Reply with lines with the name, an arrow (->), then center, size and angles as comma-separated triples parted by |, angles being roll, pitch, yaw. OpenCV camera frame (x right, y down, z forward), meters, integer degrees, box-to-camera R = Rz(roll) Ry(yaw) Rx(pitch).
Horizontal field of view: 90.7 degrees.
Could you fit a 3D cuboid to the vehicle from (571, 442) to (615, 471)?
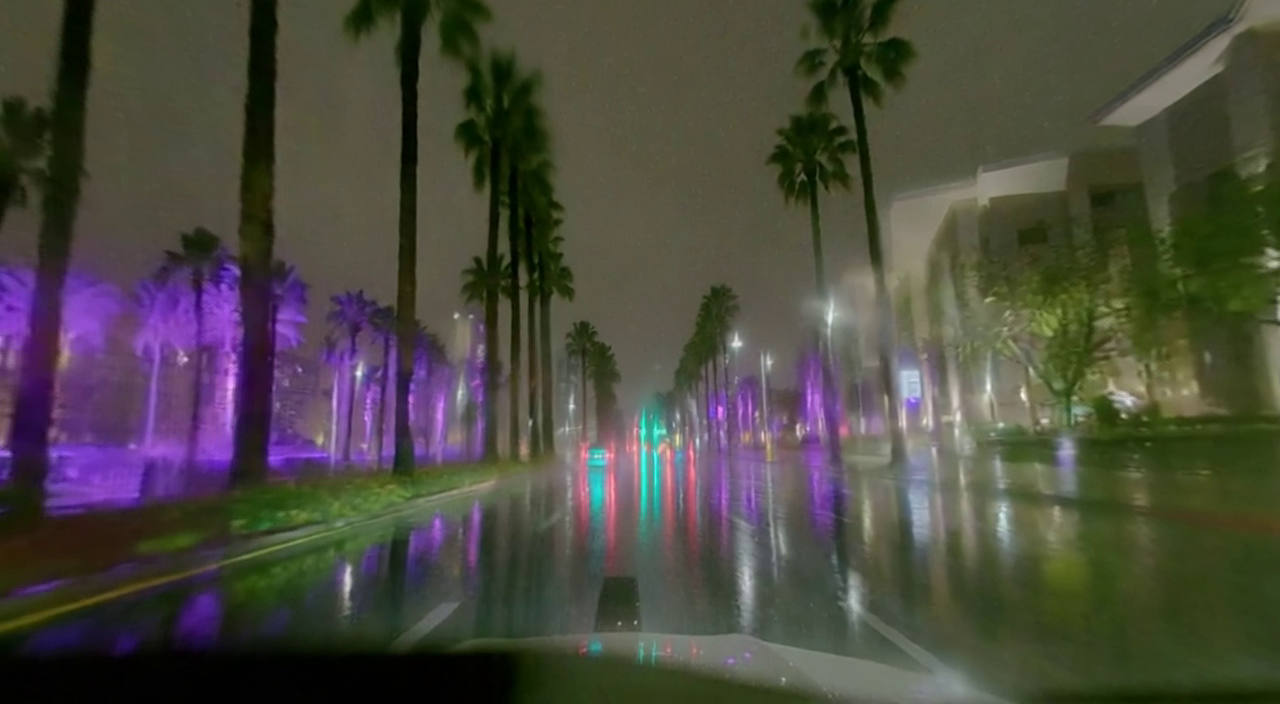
vehicle -> -2.796, 6.375, 38.725 | 2.160, 1.615, 4.117 | -1, -9, 3
